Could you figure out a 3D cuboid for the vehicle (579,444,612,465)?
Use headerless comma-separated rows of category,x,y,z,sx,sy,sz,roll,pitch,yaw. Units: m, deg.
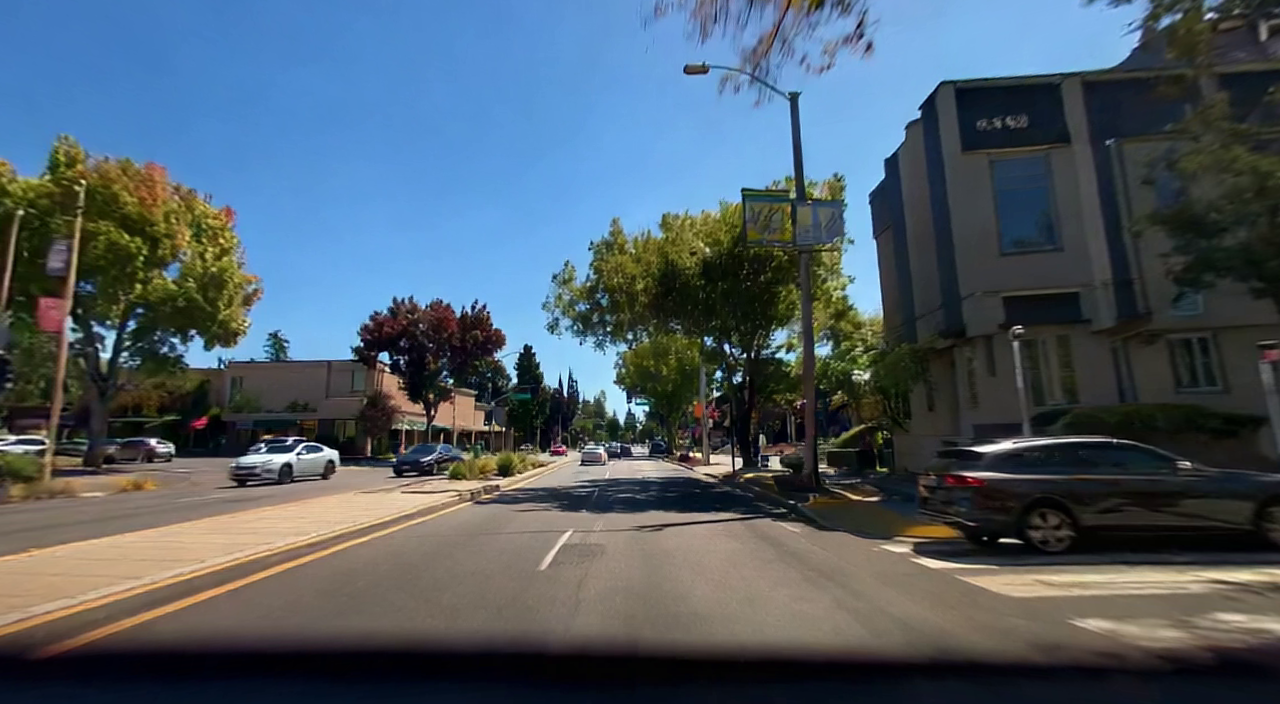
vehicle,-3.243,7.606,47.016,2.122,1.469,4.388,0,-8,0

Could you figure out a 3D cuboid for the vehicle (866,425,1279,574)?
vehicle,5.651,1.667,7.641,5.022,1.487,2.268,-1,-8,5

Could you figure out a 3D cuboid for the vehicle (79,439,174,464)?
vehicle,-30.878,5.991,38.178,1.802,1.437,4.596,0,-8,1

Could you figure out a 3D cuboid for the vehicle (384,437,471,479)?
vehicle,-9.144,4.591,27.615,2.052,1.676,4.463,-1,-8,3

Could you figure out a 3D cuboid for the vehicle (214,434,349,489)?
vehicle,-12.507,3.834,22.470,2.046,1.716,4.423,0,-8,2

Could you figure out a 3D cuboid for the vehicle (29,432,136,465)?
vehicle,-33.328,5.779,38.017,2.110,1.850,4.864,0,-8,-3
